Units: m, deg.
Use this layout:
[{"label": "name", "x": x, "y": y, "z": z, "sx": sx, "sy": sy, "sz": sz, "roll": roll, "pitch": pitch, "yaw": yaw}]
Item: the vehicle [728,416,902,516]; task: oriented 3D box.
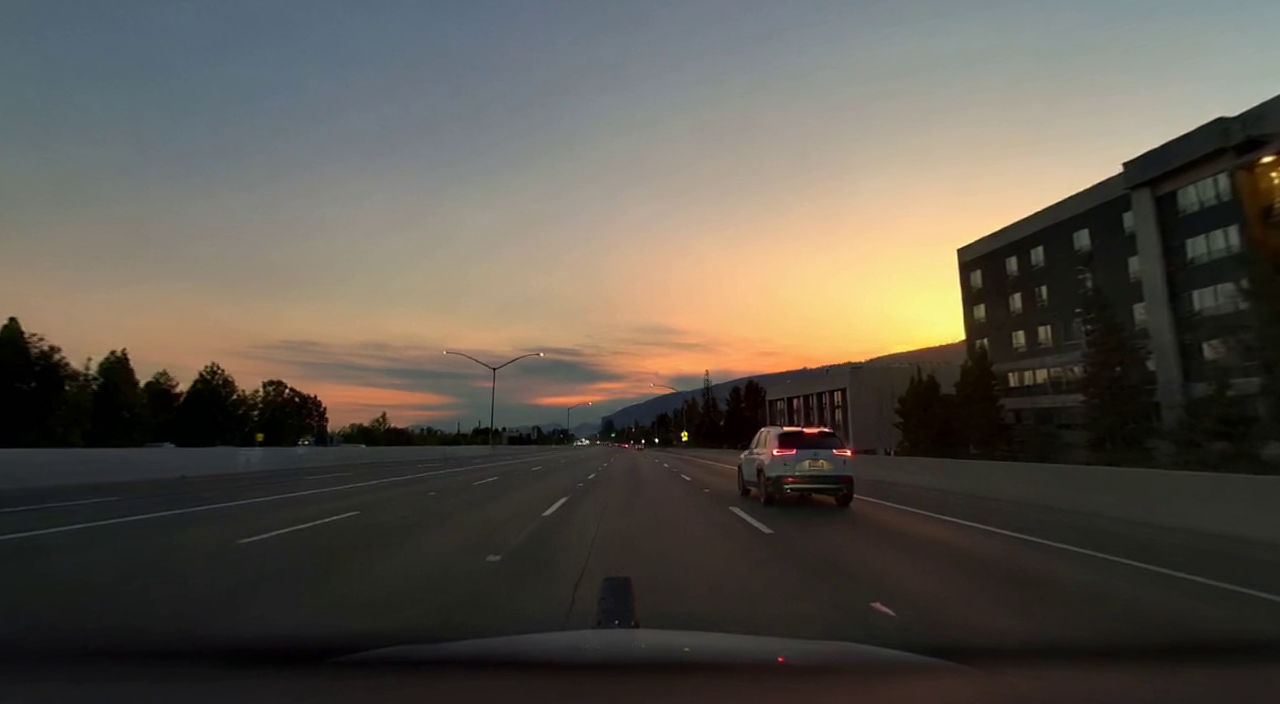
[{"label": "vehicle", "x": 3.447, "y": 2.400, "z": 13.743, "sx": 2.212, "sy": 1.753, "sz": 5.064, "roll": 0, "pitch": -9, "yaw": -1}]
